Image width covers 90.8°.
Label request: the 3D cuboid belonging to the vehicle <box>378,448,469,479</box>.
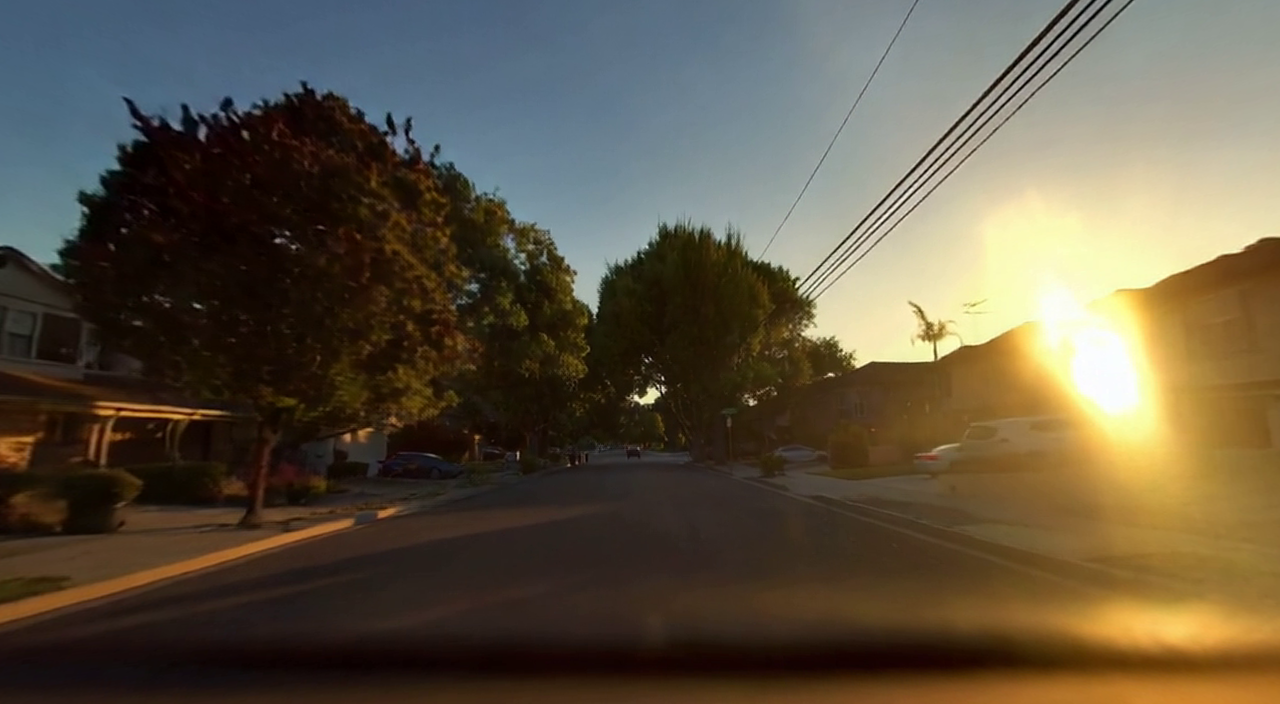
[{"bbox_3d":[-13.232,6.797,38.842,4.887,1.788,2.006,0,-8,-3],"label":"vehicle"}]

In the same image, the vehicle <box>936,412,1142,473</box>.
[{"bbox_3d":[12.776,2.943,20.556,5.049,1.845,2.327,0,-9,0],"label":"vehicle"}]

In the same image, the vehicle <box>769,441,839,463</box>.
[{"bbox_3d":[12.003,7.341,46.348,4.626,1.541,1.866,1,-9,-2],"label":"vehicle"}]
